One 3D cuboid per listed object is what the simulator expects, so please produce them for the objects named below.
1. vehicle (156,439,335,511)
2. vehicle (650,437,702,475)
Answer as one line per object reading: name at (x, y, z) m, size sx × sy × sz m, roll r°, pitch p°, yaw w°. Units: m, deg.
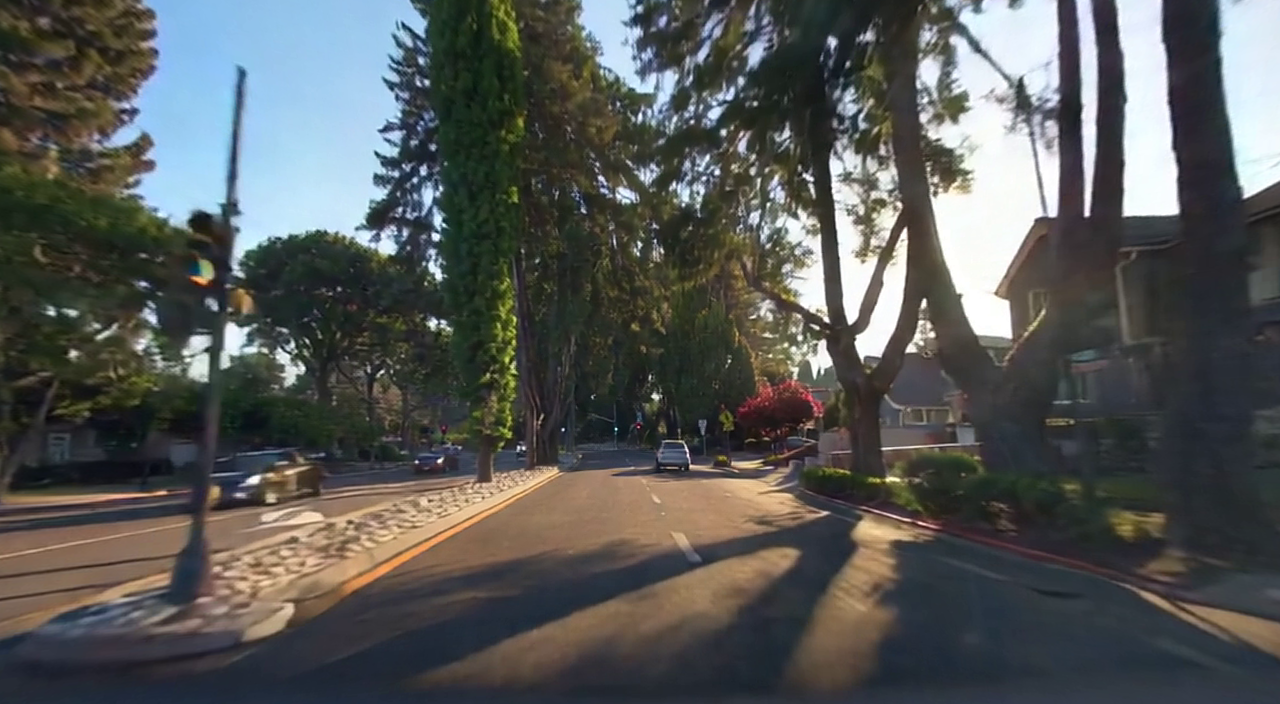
vehicle at (-9.281, 2.886, 15.341) m, size 1.886 × 1.486 × 3.913 m, roll 0°, pitch -8°, yaw -2°
vehicle at (1.625, 4.935, 30.231) m, size 1.990 × 1.707 × 4.225 m, roll 0°, pitch -8°, yaw -4°
